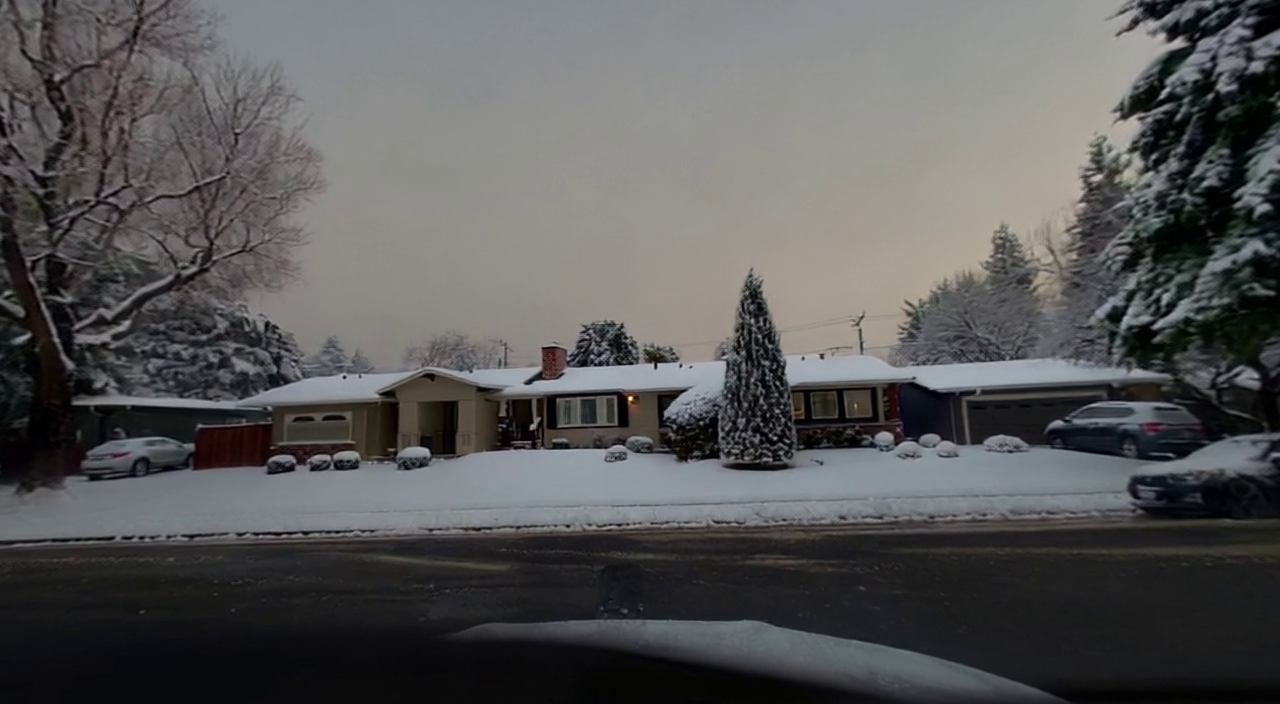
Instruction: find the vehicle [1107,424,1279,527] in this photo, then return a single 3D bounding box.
[{"bbox_3d":[11.253,2.099,10.942,4.658,1.615,1.894,0,-8,0],"label":"vehicle"}]
